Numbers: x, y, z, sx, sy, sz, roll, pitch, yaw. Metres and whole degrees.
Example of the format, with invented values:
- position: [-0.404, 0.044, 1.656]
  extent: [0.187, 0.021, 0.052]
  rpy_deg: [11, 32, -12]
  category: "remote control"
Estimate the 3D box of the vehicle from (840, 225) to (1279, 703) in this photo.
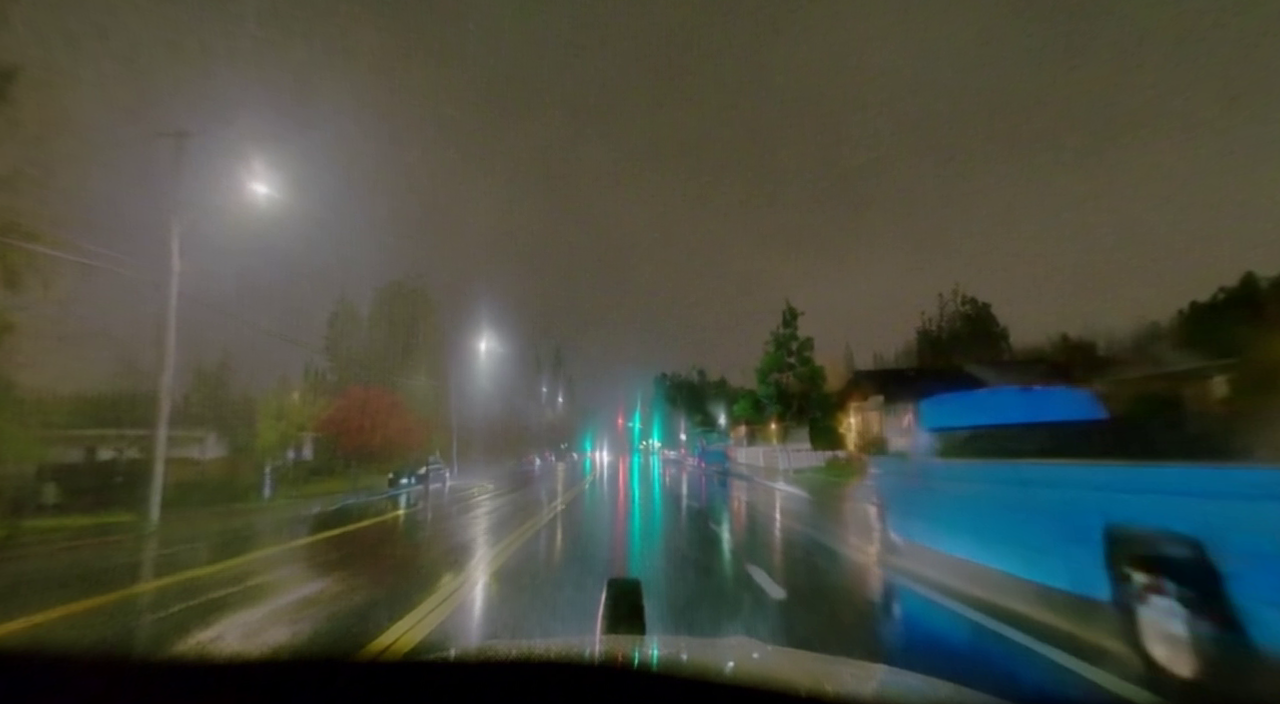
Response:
- position: [3.704, 1.055, 4.989]
  extent: [2.504, 2.114, 6.073]
  rpy_deg: [3, -8, 3]
  category: "vehicle"

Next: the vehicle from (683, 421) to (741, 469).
- position: [3.894, 5.209, 35.348]
  extent: [2.459, 2.452, 5.731]
  rpy_deg: [0, -8, -1]
  category: "vehicle"

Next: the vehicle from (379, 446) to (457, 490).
- position: [-11.202, 5.845, 32.311]
  extent: [2.301, 1.855, 4.983]
  rpy_deg: [-4, -8, -2]
  category: "vehicle"
